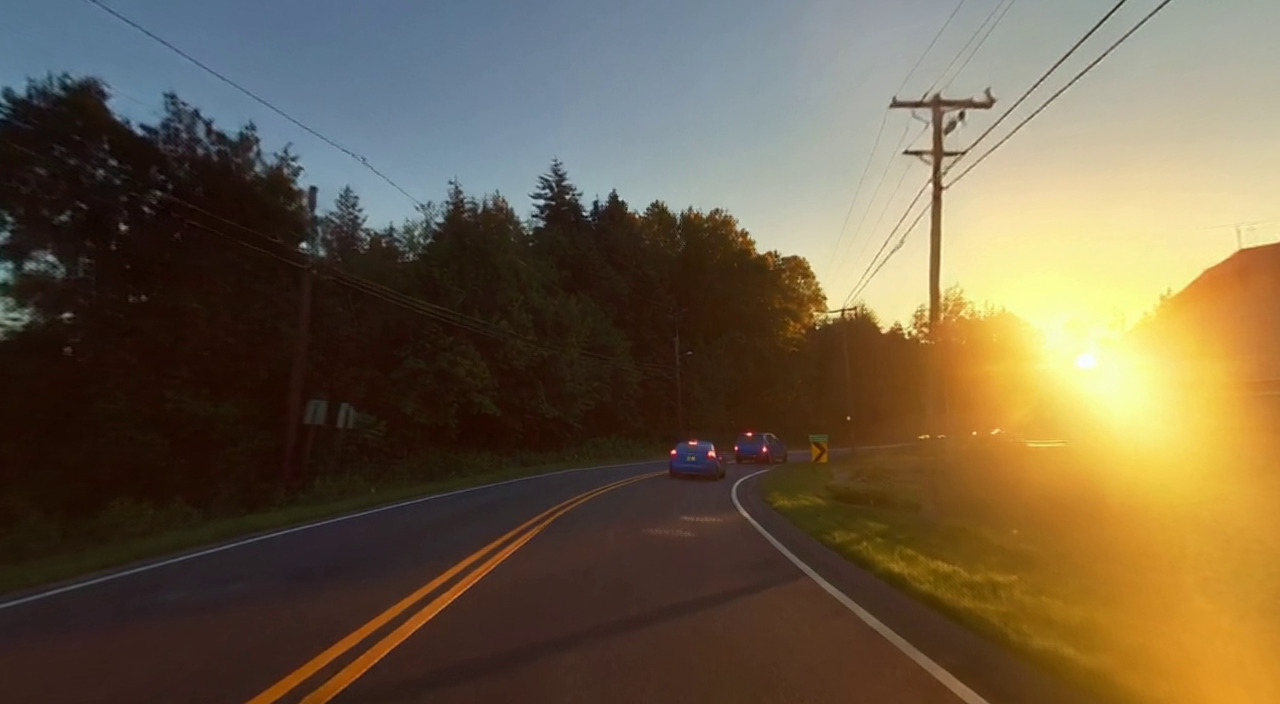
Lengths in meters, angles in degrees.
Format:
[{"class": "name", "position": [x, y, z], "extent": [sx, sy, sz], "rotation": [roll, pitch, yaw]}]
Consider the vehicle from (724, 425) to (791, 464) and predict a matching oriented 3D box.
[{"class": "vehicle", "position": [7.297, 5.665, 38.503], "extent": [2.376, 2.145, 5.953], "rotation": [-4, -9, 27]}]

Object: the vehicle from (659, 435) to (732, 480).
[{"class": "vehicle", "position": [2.234, 4.025, 24.340], "extent": [2.157, 1.565, 4.243], "rotation": [-2, -9, 14]}]
